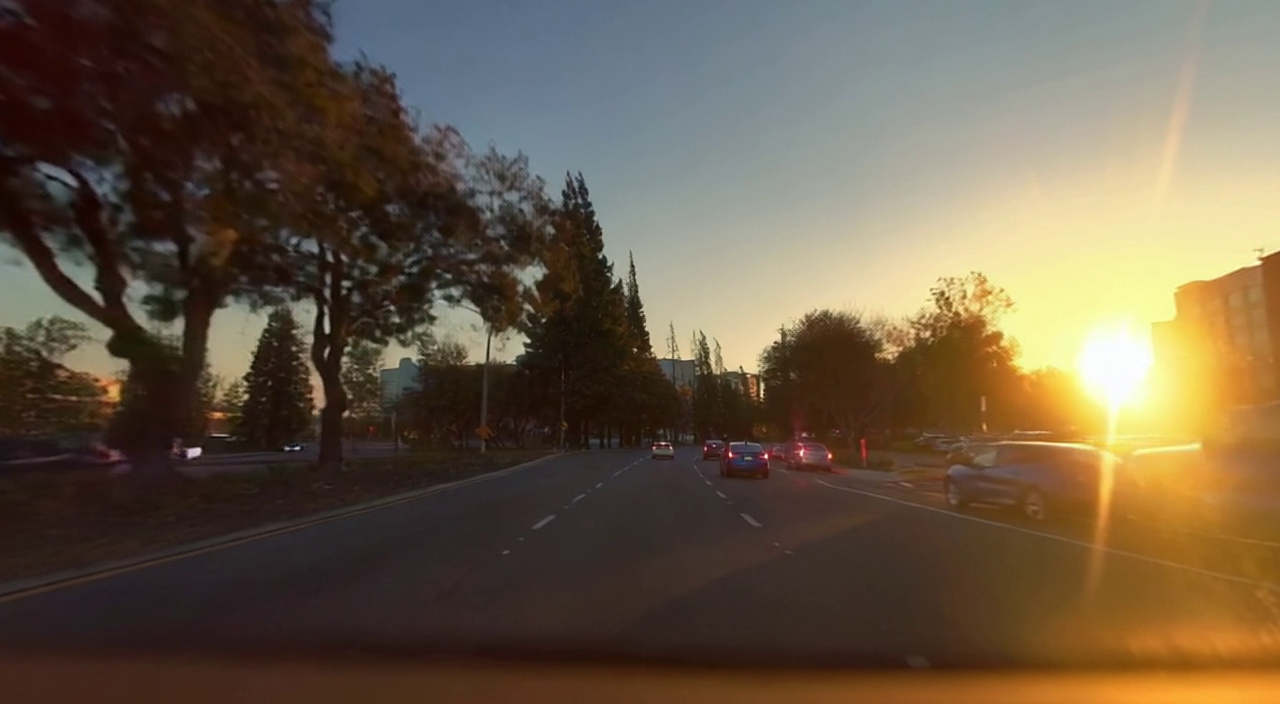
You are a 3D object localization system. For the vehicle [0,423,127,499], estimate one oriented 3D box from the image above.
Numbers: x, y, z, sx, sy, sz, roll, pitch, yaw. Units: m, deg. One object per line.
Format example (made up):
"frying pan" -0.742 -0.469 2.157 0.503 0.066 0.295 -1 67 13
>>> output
"vehicle" -14.020 2.386 13.892 1.862 1.551 4.265 0 -8 -1

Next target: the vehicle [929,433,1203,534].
"vehicle" 7.919 2.455 12.479 2.074 1.584 4.658 0 -8 -2

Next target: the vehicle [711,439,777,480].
"vehicle" 4.120 4.318 25.730 1.981 1.499 4.536 0 -8 1

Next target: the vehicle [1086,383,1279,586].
"vehicle" 7.581 1.228 5.688 2.410 1.997 6.477 0 -8 0
